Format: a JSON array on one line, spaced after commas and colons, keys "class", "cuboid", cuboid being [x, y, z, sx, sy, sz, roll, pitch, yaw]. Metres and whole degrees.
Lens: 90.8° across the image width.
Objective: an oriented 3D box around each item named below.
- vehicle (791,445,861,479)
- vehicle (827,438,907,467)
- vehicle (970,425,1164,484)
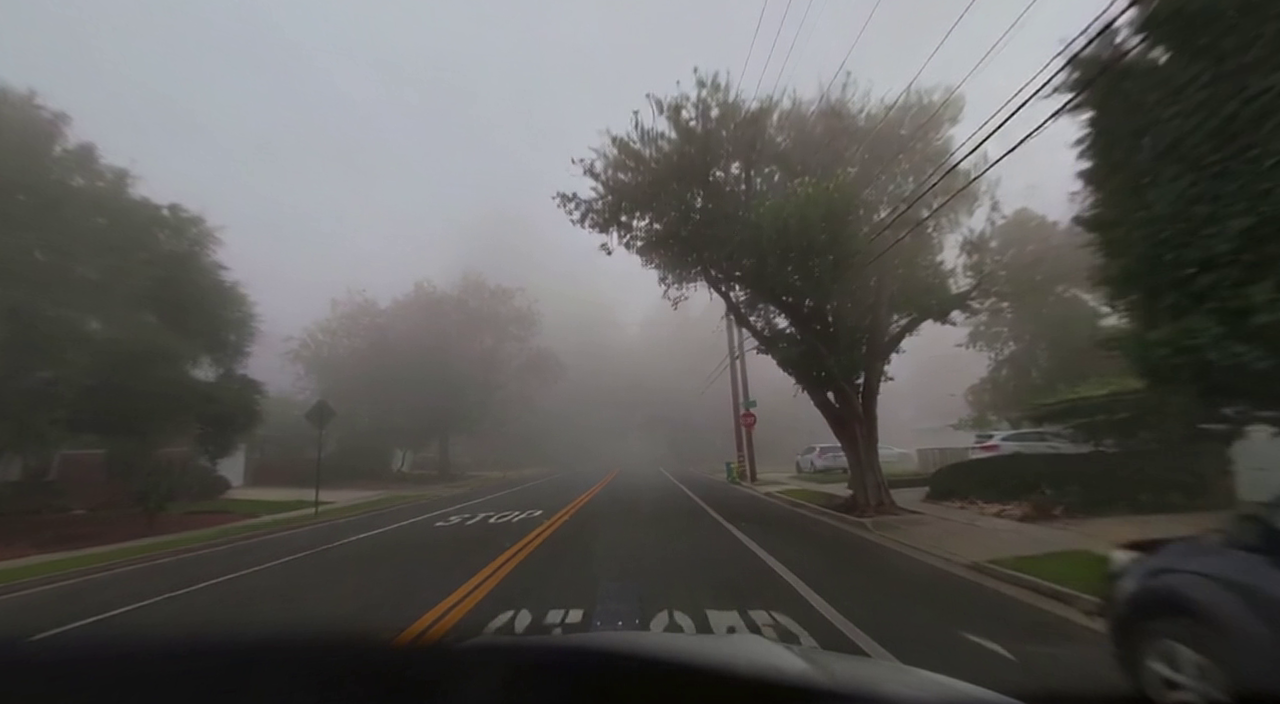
[{"class": "vehicle", "cuboid": [8.752, 5.188, 30.154, 1.811, 1.491, 4.407, 0, -9, -2]}, {"class": "vehicle", "cuboid": [14.790, 6.605, 41.320, 4.376, 1.488, 1.962, -4, -10, 0]}, {"class": "vehicle", "cuboid": [15.248, 3.693, 22.868, 5.188, 1.955, 2.444, -1, -9, 1]}]
